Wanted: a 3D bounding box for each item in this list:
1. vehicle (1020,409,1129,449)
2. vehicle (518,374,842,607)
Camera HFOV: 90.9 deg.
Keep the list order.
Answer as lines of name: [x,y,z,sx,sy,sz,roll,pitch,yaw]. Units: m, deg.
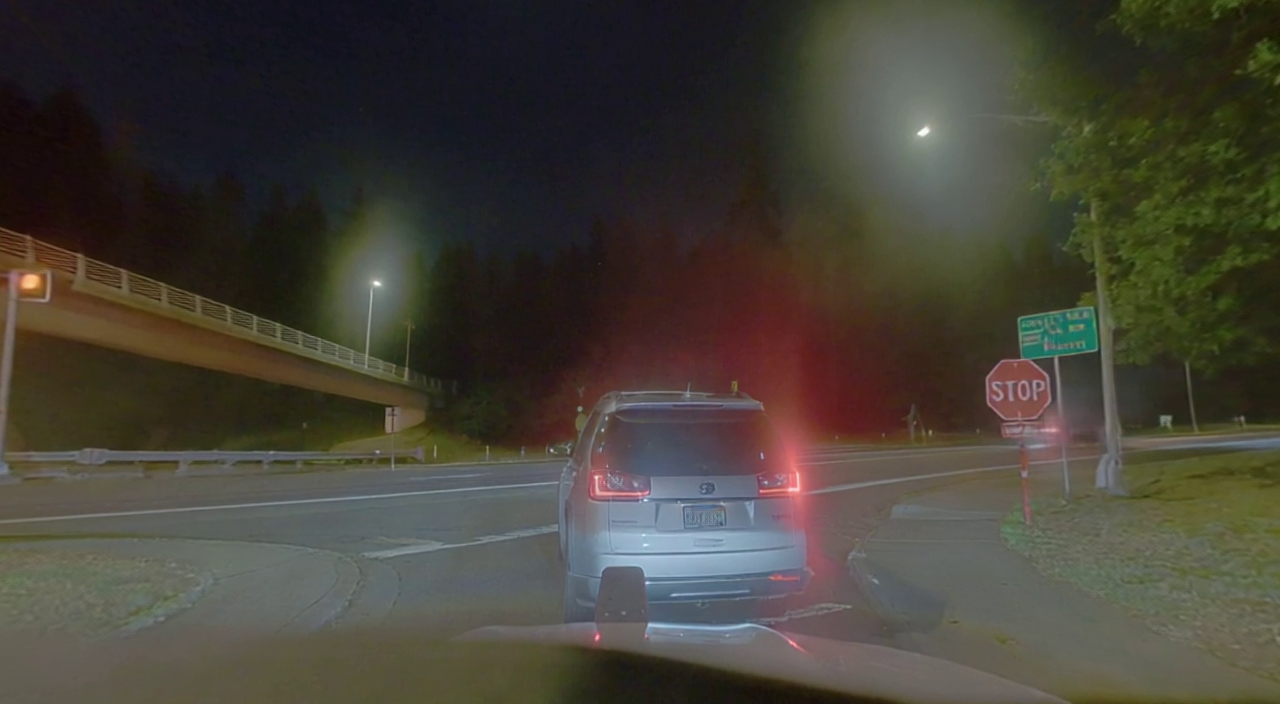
vehicle: [21.488,3.861,31.178,5.166,1.791,2.131,4,-10,-27]
vehicle: [0.307,1.398,7.133,2.494,1.804,4.336,0,-9,0]
